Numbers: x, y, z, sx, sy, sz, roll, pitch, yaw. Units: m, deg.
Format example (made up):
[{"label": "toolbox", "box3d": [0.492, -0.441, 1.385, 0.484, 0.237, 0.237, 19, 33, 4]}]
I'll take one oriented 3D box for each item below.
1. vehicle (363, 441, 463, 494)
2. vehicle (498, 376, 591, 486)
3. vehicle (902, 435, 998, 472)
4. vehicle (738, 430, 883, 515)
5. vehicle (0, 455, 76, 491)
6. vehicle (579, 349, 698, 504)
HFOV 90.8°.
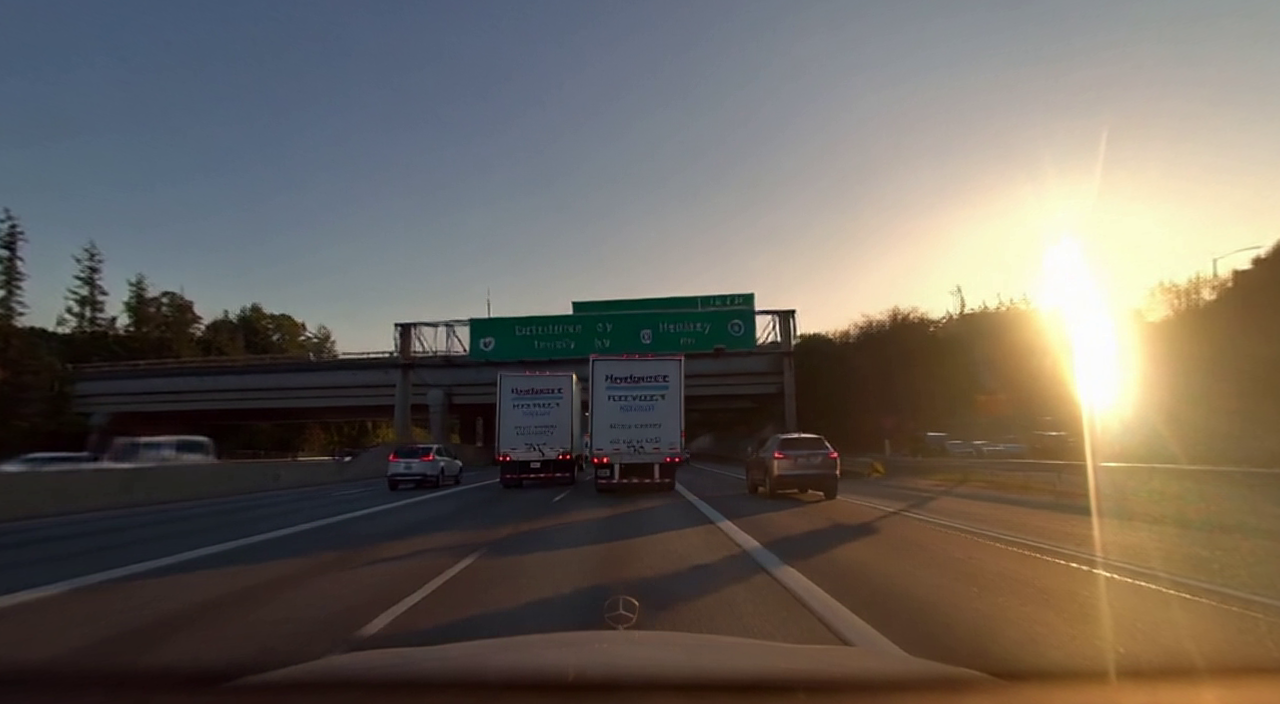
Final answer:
[{"label": "vehicle", "box3d": [-8.043, 4.109, 22.884, 2.017, 1.694, 4.420, 0, -9, -1]}, {"label": "vehicle", "box3d": [-4.031, 3.801, 29.512, 2.888, 4.154, 10.960, 0, -9, -2]}, {"label": "vehicle", "box3d": [16.638, 5.490, 34.343, 2.128, 1.783, 5.718, 0, -9, -2]}, {"label": "vehicle", "box3d": [3.929, 2.868, 15.589, 2.136, 1.753, 4.644, 0, -9, -2]}, {"label": "vehicle", "box3d": [-28.079, 5.419, 28.543, 1.719, 1.444, 3.739, 0, -9, -1]}, {"label": "vehicle", "box3d": [-0.124, 2.556, 20.547, 2.910, 3.828, 9.805, 0, -9, -1]}]
